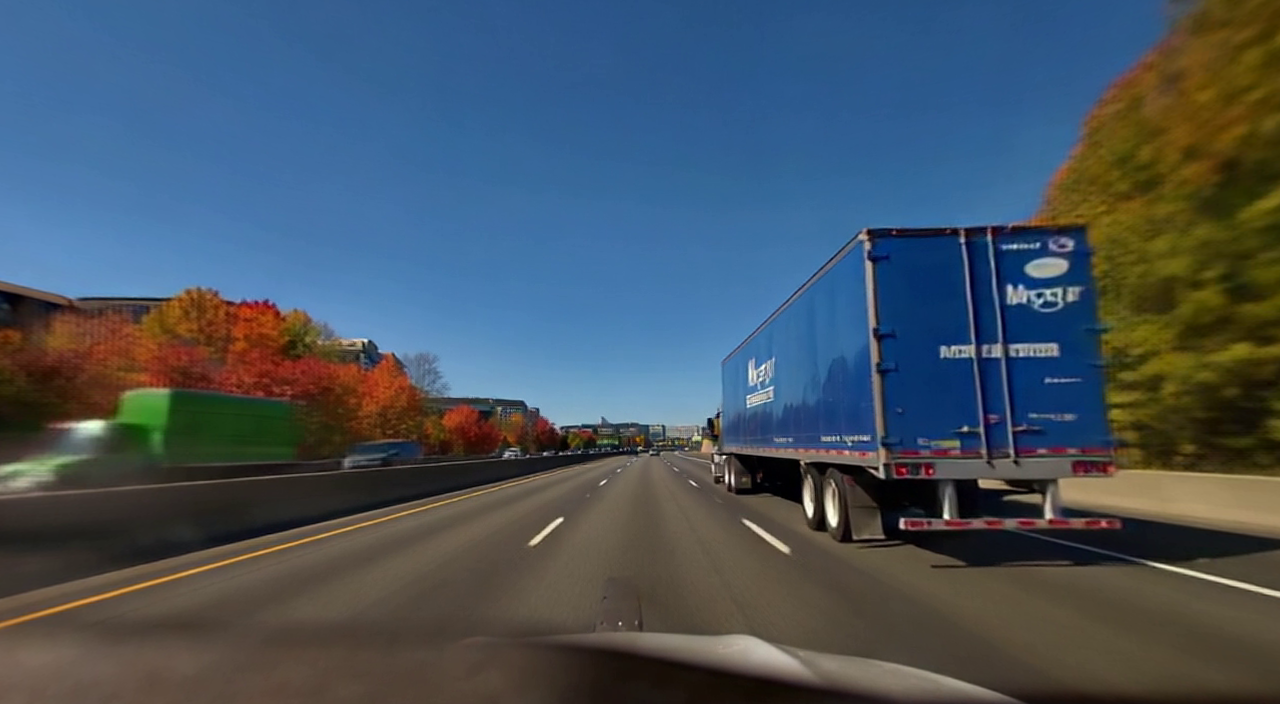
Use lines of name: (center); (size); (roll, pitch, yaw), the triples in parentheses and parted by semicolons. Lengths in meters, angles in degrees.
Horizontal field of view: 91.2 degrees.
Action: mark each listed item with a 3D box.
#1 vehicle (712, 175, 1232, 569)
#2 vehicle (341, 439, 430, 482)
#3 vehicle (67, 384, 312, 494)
vehicle: (4.079, 1.395, 14.448); (3.003, 3.880, 16.814); (0, -9, 0)
vehicle: (-11.937, 5.123, 29.812); (2.079, 1.811, 4.980); (-1, -9, 1)
vehicle: (-19.297, 3.994, 28.333); (2.995, 4.004, 10.610); (-1, -9, 1)
